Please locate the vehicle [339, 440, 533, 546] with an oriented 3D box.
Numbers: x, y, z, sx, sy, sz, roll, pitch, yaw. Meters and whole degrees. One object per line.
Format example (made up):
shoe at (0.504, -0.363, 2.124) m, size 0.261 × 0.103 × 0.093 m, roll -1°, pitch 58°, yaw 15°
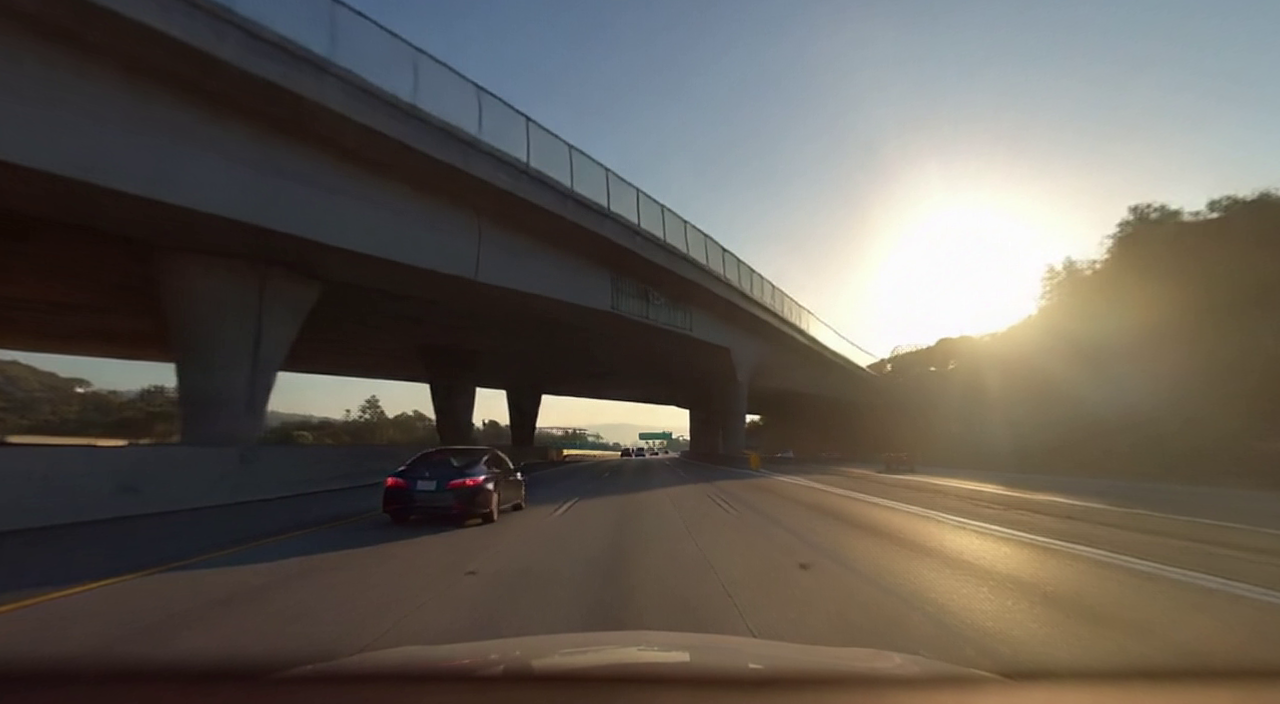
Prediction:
vehicle at (-3.275, 2.317, 11.052) m, size 1.968 × 1.504 × 3.892 m, roll 0°, pitch -8°, yaw 2°
